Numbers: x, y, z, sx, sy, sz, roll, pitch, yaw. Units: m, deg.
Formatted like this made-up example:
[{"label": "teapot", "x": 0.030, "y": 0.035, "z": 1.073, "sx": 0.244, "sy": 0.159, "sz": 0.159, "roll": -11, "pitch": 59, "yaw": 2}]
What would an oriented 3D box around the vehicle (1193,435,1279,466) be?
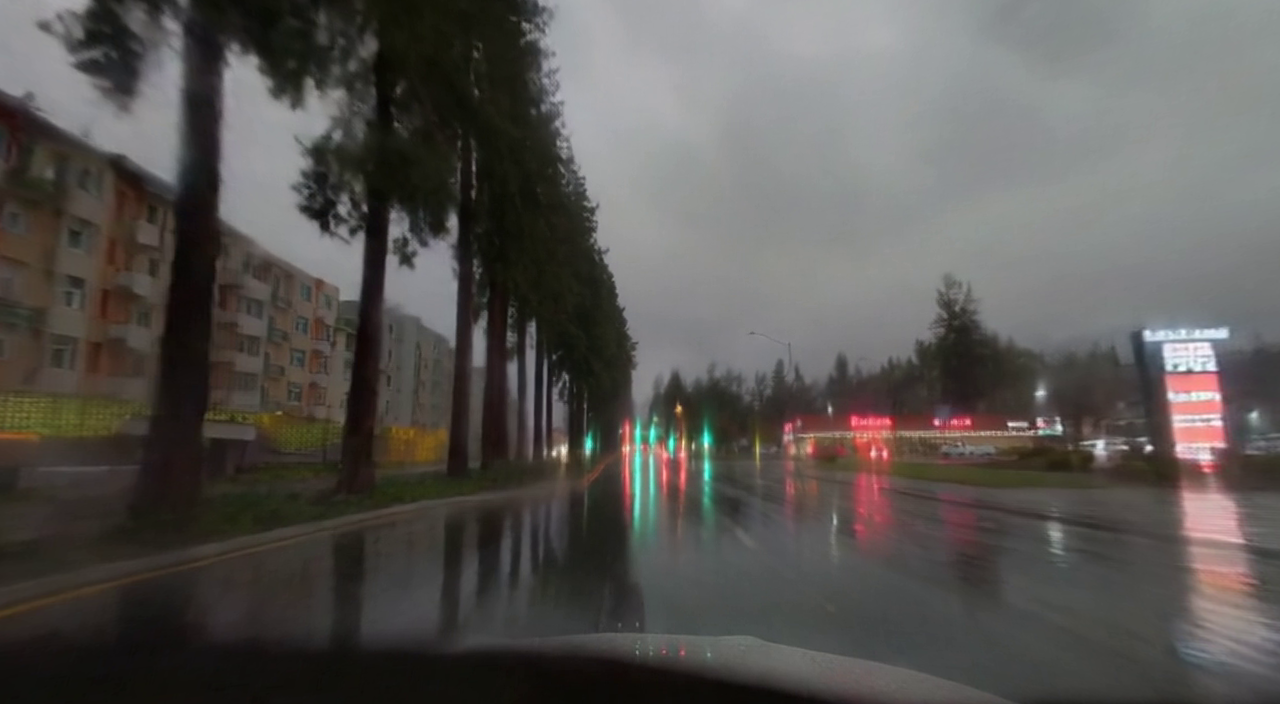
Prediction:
[{"label": "vehicle", "x": 34.499, "y": 5.503, "z": 35.307, "sx": 2.054, "sy": 1.684, "sz": 4.845, "roll": 6, "pitch": -10, "yaw": -33}]
